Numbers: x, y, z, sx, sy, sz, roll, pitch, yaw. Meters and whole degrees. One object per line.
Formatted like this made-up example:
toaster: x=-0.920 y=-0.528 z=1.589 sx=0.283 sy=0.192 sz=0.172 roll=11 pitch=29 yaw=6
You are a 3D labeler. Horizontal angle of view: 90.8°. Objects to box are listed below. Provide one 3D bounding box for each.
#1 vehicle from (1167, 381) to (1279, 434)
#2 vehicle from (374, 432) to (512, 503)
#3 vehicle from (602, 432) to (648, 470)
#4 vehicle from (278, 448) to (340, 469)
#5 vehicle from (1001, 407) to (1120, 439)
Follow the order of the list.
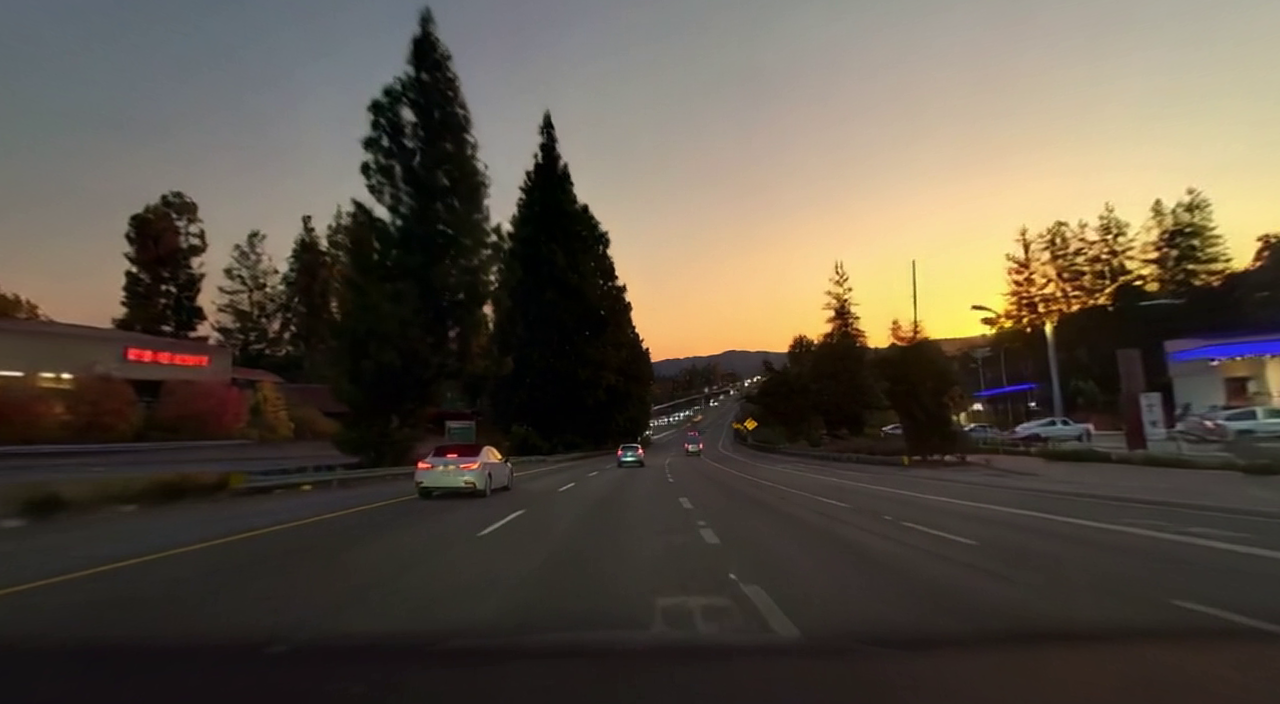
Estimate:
vehicle: x=21.410 y=1.997 z=22.985 sx=3.961 sy=1.663 sz=1.906 roll=0 pitch=-7 yaw=-28
vehicle: x=-4.631 y=2.785 z=15.665 sx=1.907 sy=1.483 sz=4.562 roll=0 pitch=-9 yaw=1
vehicle: x=-0.697 y=5.232 z=33.420 sx=2.155 sy=1.856 sz=4.796 roll=0 pitch=-9 yaw=2
vehicle: x=-25.568 y=8.221 z=48.987 sx=1.872 sy=1.473 sz=4.725 roll=-1 pitch=-9 yaw=6
vehicle: x=20.703 y=3.521 z=31.232 sx=4.487 sy=1.477 sz=1.804 roll=-1 pitch=-9 yaw=4
